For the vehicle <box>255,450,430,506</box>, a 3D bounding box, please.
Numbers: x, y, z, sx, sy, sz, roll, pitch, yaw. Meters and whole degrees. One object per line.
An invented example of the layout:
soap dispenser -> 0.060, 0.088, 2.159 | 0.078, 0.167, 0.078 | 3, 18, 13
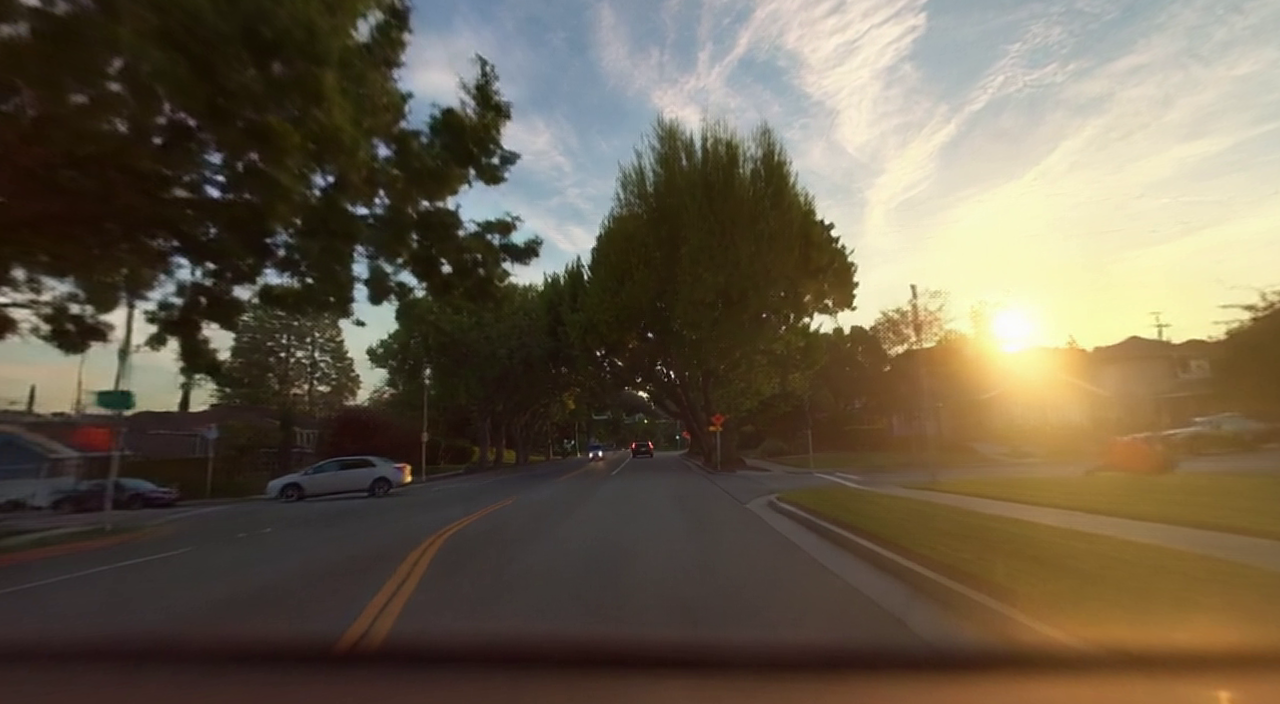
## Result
vehicle -> -9.447, 4.019, 20.342 | 4.594, 1.696, 1.971 | 0, -8, -1
